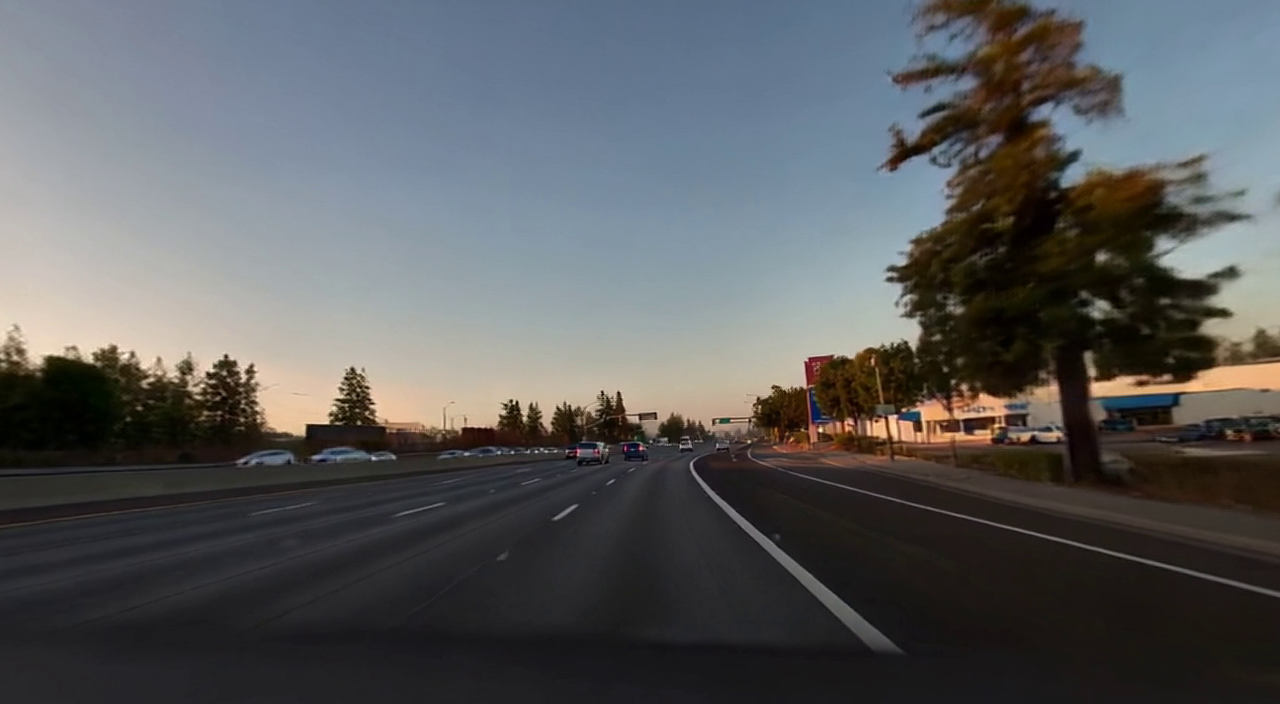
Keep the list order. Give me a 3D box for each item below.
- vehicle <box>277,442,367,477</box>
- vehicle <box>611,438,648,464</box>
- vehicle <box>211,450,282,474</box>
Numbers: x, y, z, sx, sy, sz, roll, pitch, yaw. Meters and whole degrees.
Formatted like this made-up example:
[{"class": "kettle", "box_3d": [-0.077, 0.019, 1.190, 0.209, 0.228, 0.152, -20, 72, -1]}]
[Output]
[{"class": "vehicle", "box_3d": [-17.379, 5.856, 34.810, 2.072, 1.753, 4.796, -1, -9, 6]}, {"class": "vehicle", "box_3d": [-0.710, 7.197, 46.092, 2.139, 1.782, 4.079, -1, -9, 7]}, {"class": "vehicle", "box_3d": [-27.245, 7.629, 43.935, 1.831, 1.510, 4.299, -1, -9, 6]}]
